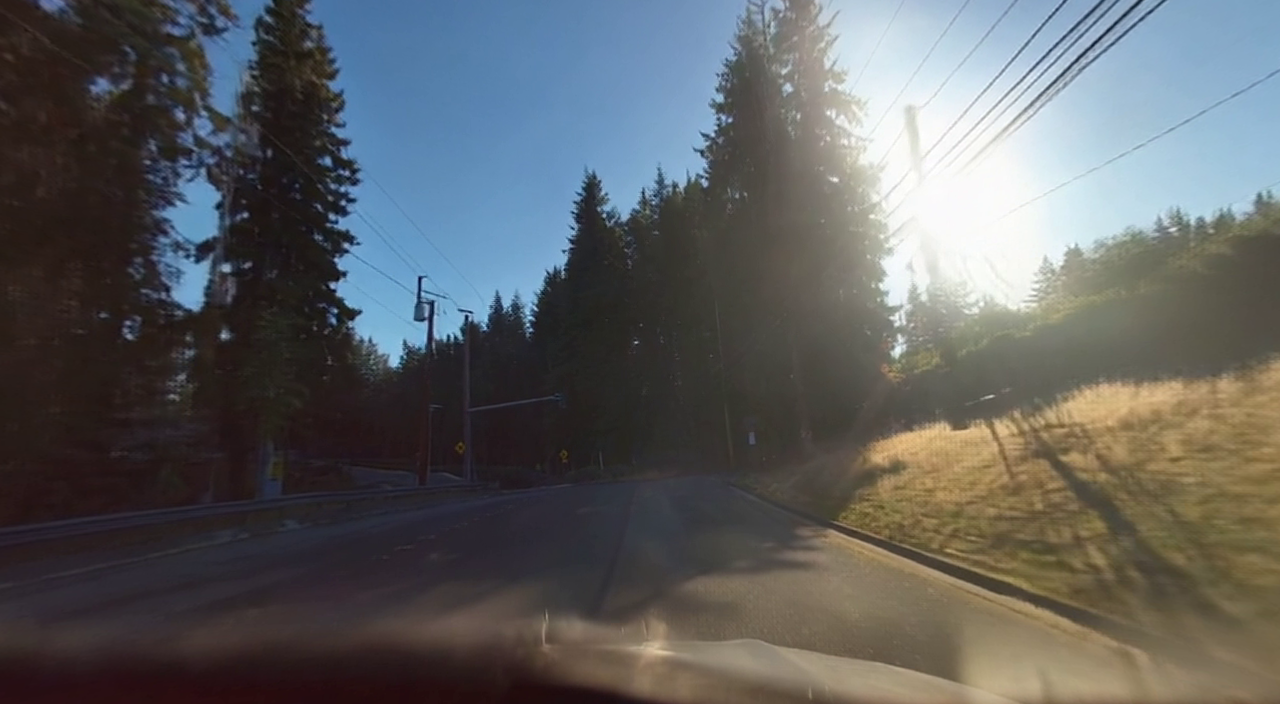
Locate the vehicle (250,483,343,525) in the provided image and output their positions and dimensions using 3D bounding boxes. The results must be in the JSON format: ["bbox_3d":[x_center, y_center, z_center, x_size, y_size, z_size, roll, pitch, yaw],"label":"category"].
[{"bbox_3d":[-16.829,7.383,30.858,4.043,1.673,1.970,-5,-10,28],"label":"vehicle"}]
